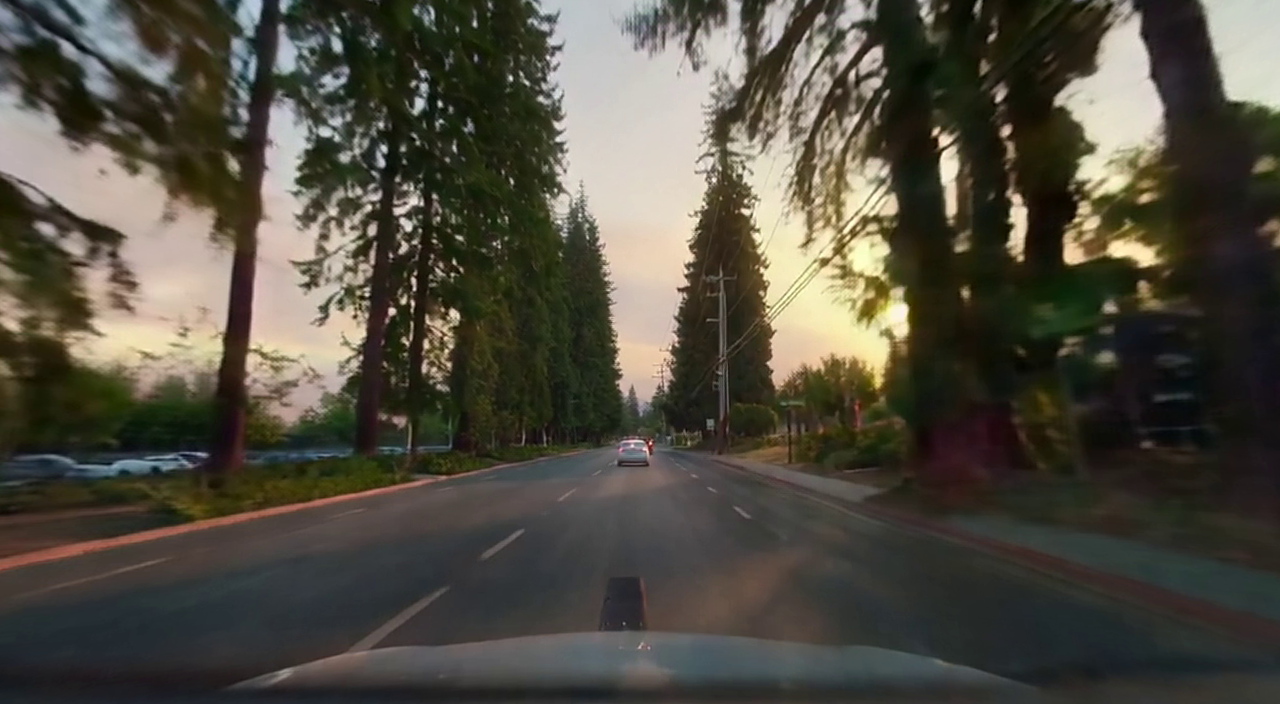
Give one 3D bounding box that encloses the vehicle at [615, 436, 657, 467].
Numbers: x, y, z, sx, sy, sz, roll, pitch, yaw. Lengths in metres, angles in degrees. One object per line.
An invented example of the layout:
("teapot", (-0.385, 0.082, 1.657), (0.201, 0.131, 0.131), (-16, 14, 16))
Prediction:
("vehicle", (-0.206, 5.025, 31.753), (1.991, 1.463, 3.988), (0, -8, 0))
